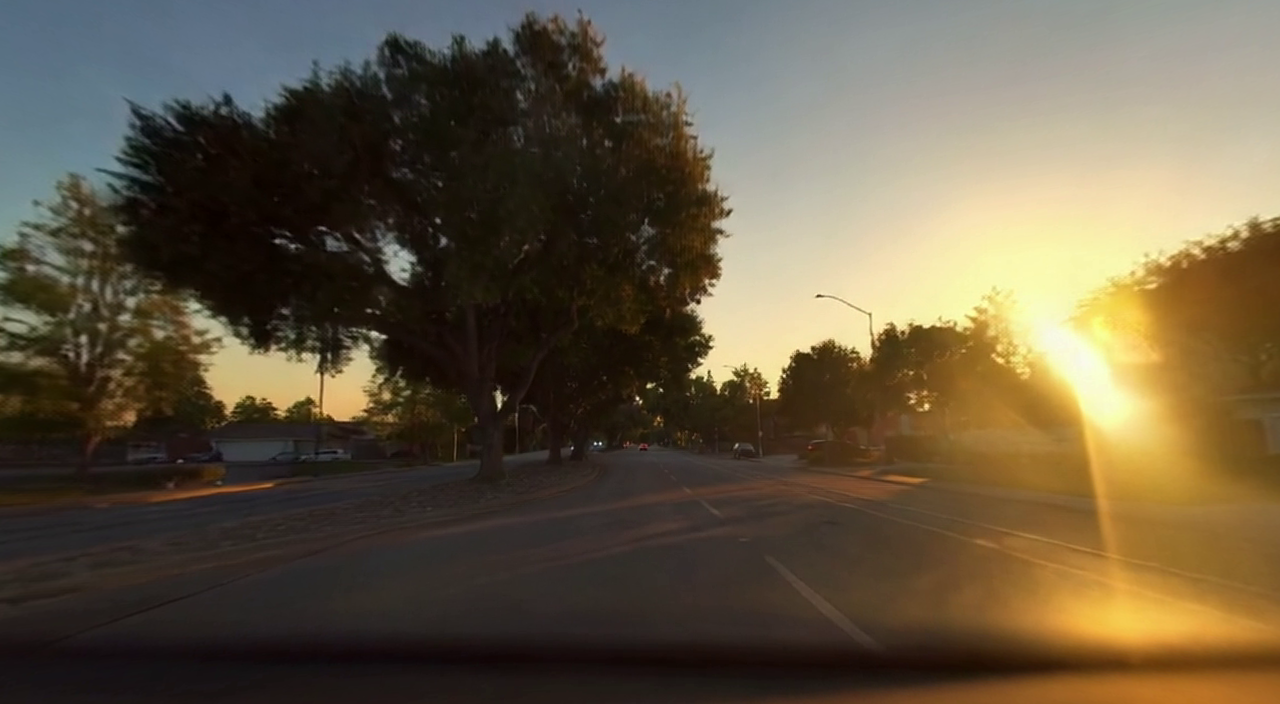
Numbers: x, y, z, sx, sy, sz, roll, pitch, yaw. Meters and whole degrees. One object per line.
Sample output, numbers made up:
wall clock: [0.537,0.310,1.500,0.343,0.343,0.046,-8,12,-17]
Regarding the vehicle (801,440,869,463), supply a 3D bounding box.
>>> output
vehicle: [15.292,7.797,49.621,4.605,1.779,2.135,0,-9,-1]
